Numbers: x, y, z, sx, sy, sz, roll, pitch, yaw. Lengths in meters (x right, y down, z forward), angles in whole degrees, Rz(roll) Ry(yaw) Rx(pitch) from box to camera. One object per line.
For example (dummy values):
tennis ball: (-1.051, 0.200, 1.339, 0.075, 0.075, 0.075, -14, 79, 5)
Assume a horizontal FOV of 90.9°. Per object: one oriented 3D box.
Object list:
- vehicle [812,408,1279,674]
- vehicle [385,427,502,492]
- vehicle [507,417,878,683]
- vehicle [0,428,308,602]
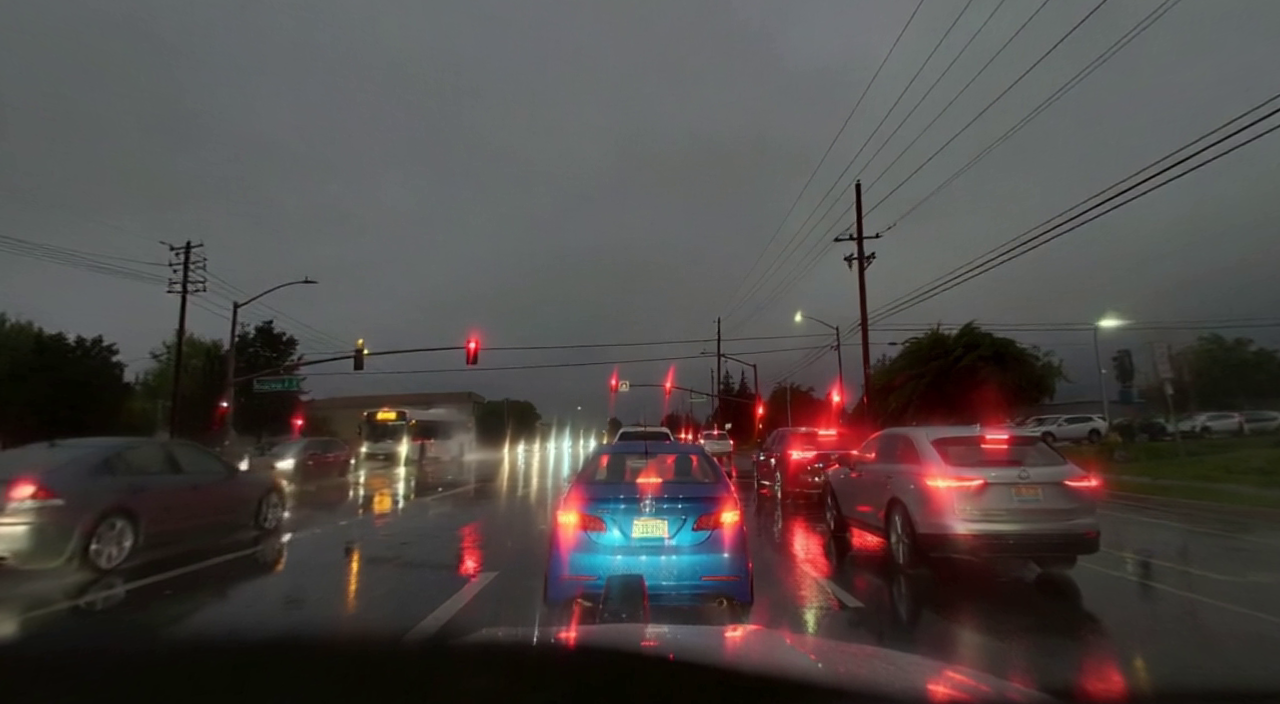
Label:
vehicle: (3.121, 1.397, 5.797, 1.870, 1.523, 4.096, 0, -8, -1)
vehicle: (-6.263, 3.490, 20.895, 2.070, 1.824, 5.196, -1, -8, 2)
vehicle: (0.277, 1.415, 5.642, 2.109, 1.483, 3.964, 0, -8, -1)
vehicle: (-6.414, 1.758, 7.853, 1.955, 1.497, 4.639, -1, -8, 1)
